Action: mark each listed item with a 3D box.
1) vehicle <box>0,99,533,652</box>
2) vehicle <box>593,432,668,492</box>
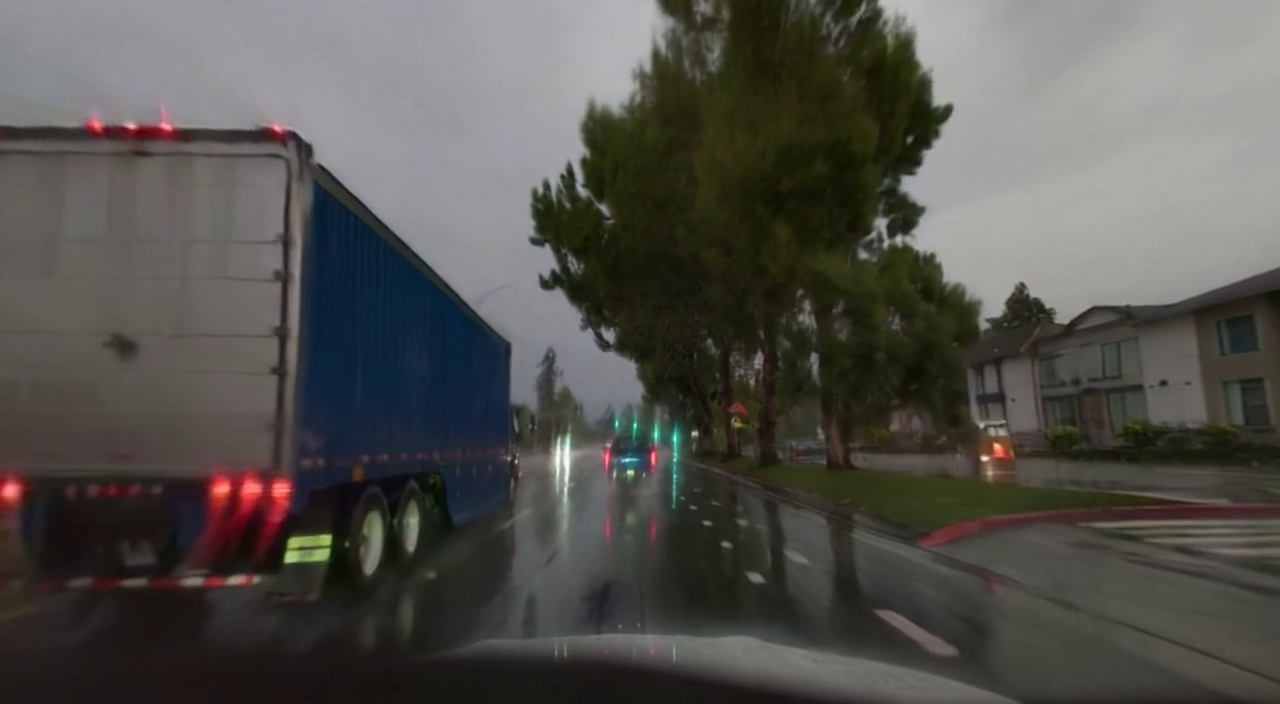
[{"bbox_3d":[-3.988,0.815,9.584,2.996,3.902,10.410,0,-9,-1],"label":"vehicle"},{"bbox_3d":[-0.309,3.379,19.701,2.094,1.682,3.866,0,-9,-1],"label":"vehicle"}]
